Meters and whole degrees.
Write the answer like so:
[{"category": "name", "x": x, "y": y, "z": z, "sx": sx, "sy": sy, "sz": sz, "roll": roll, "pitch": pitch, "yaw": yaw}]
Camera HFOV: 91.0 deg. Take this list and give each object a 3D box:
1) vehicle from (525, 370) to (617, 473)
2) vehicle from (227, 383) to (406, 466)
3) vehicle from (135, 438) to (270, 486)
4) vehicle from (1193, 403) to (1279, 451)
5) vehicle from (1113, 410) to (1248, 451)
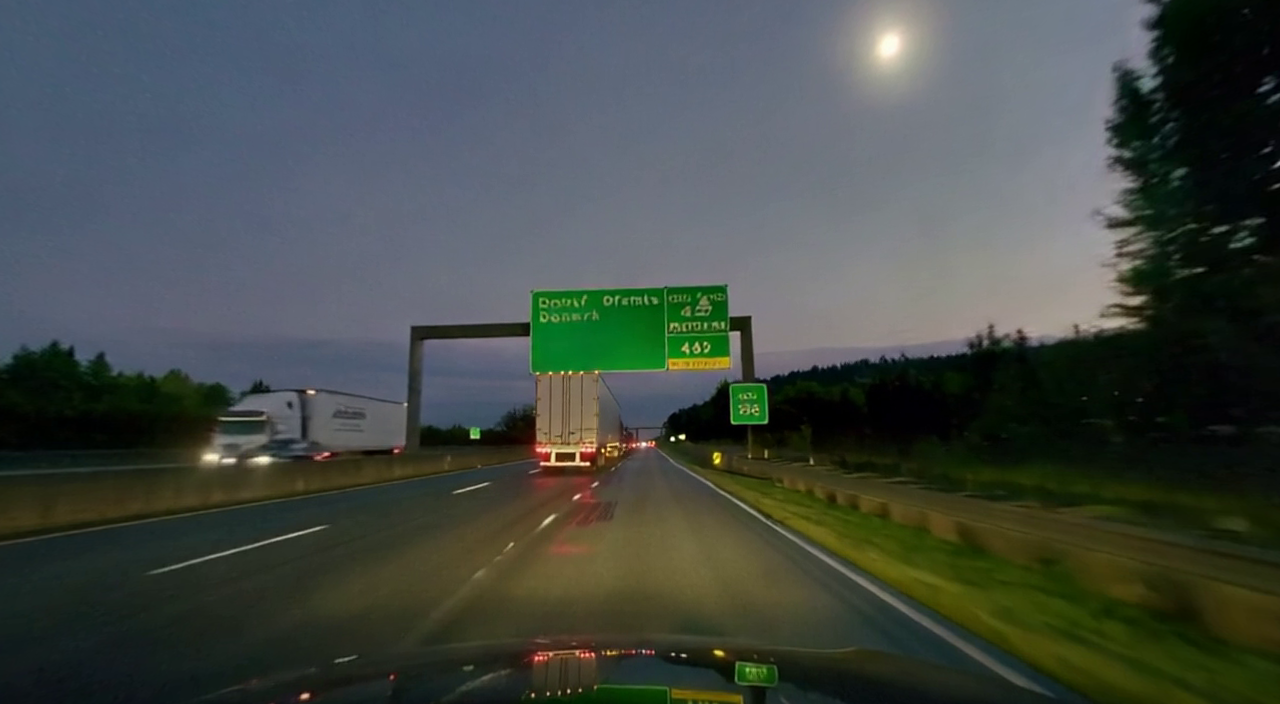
[{"category": "vehicle", "x": -2.982, "y": 3.776, "z": 32.010, "sx": 2.947, "sy": 4.051, "sz": 14.256, "roll": 1, "pitch": -8, "yaw": 0}, {"category": "vehicle", "x": -18.334, "y": 4.551, "z": 37.633, "sx": 2.937, "sy": 4.009, "sz": 14.253, "roll": 0, "pitch": -8, "yaw": 1}, {"category": "vehicle", "x": -14.642, "y": 3.689, "z": 21.333, "sx": 1.725, "sy": 1.444, "sz": 3.898, "roll": 0, "pitch": -8, "yaw": 0}, {"category": "vehicle", "x": 25.980, "y": 3.128, "z": 25.998, "sx": 4.219, "sy": 1.898, "sz": 2.086, "roll": 1, "pitch": -8, "yaw": -1}, {"category": "vehicle", "x": 24.461, "y": 3.605, "z": 28.566, "sx": 4.288, "sy": 1.766, "sz": 1.975, "roll": 0, "pitch": -8, "yaw": -1}]
